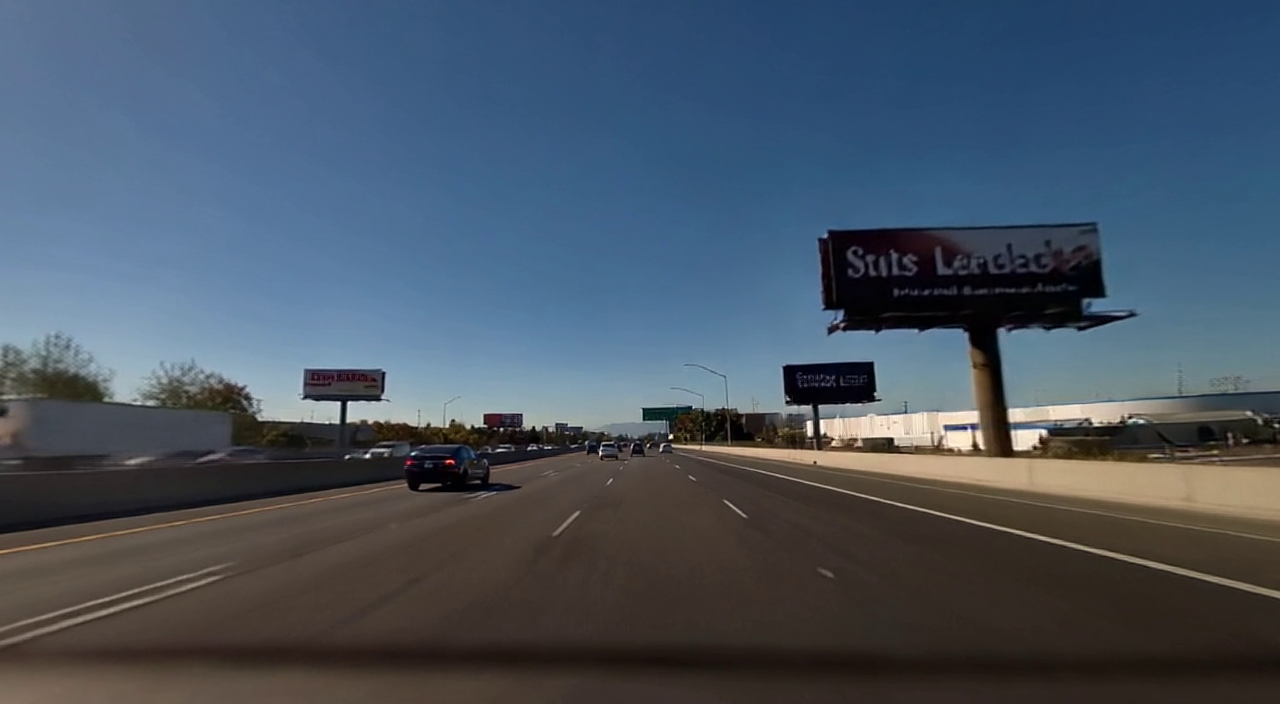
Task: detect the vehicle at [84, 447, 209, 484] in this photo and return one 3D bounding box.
[{"bbox_3d":[-22.203,5.084,28.515,1.933,1.523,4.565,0,-9,1],"label":"vehicle"}]

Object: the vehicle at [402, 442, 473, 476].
[{"bbox_3d":[-9.879,5.253,31.044,1.974,1.513,4.584,0,-9,0],"label":"vehicle"}]

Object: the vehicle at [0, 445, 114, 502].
[{"bbox_3d":[-18.551,3.560,18.656,1.893,1.558,4.498,0,-9,0],"label":"vehicle"}]
